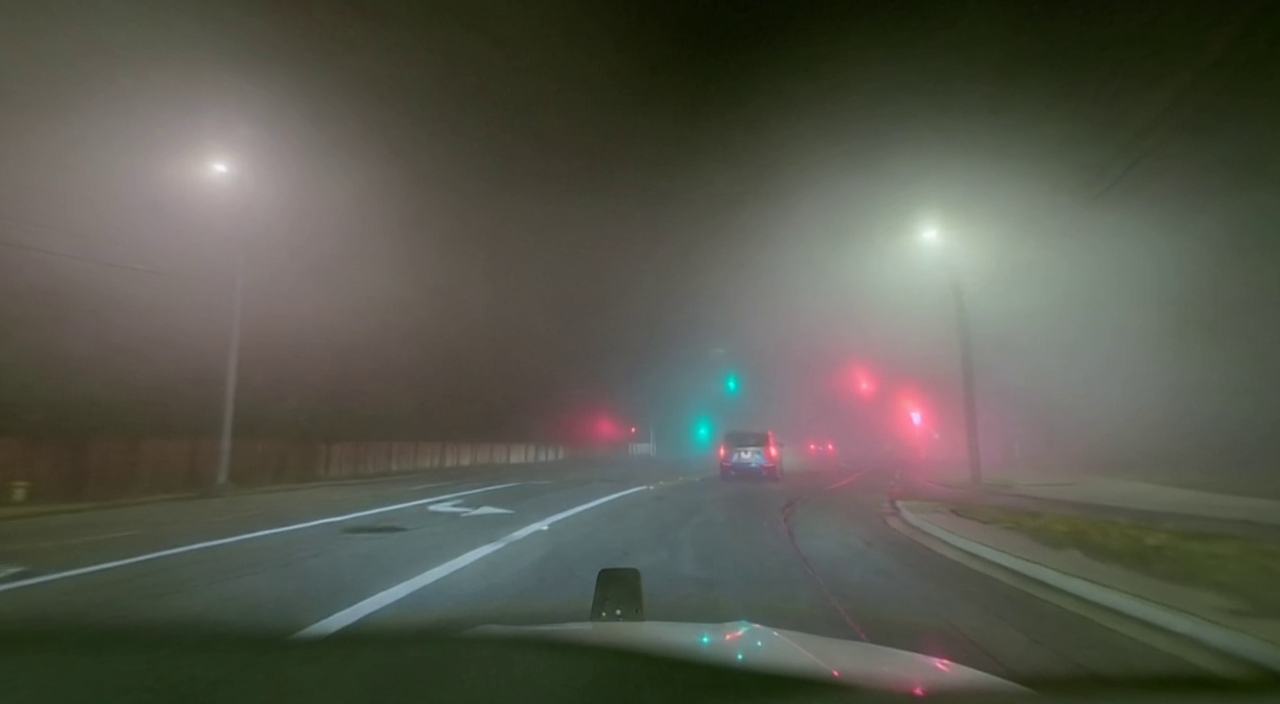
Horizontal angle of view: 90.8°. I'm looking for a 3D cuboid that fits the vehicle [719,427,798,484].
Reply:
[{"bbox_3d":[4.370,3.660,22.701,2.230,1.827,4.580,-2,-8,17],"label":"vehicle"}]
